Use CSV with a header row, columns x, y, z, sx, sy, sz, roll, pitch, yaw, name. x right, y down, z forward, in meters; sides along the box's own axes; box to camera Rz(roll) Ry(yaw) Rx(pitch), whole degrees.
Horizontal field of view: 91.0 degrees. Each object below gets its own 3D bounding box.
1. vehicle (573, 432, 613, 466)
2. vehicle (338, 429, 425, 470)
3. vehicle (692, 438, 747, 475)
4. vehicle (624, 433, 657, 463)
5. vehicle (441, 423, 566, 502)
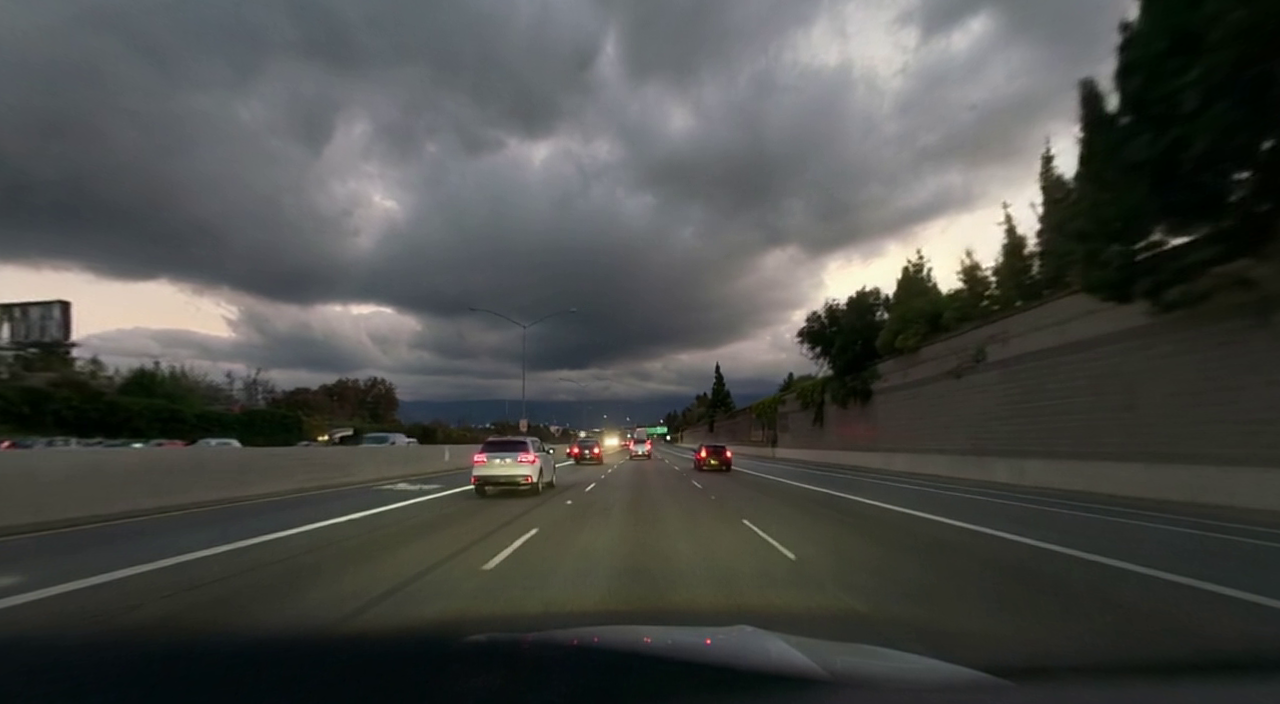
x,y,z,sx,sy,sz,roll,pitch,yaw,name
-3.176,6.692,43.583,2.378,2.214,4.352,0,-8,0,vehicle
-17.423,6.649,43.037,2.877,2.497,7.068,0,-8,1,vehicle
4.060,5.425,32.945,2.224,1.752,4.487,0,-8,-1,vehicle
0.037,7.454,48.949,2.485,2.215,5.199,0,-8,0,vehicle
-3.503,2.979,17.490,2.184,1.819,5.441,0,-8,1,vehicle
